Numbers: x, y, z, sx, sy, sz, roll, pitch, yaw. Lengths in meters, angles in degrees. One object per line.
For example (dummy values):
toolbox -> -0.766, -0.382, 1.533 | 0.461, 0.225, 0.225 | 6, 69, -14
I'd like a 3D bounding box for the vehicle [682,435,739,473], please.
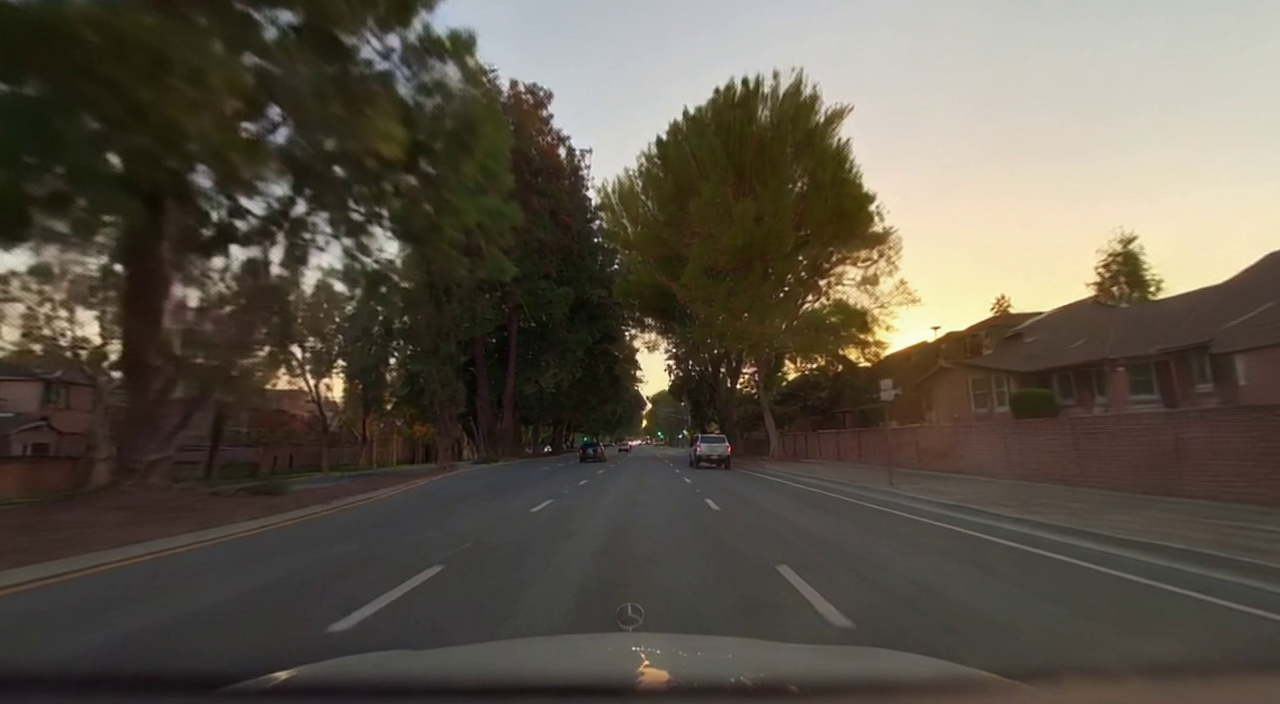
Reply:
vehicle -> 3.432, 5.076, 31.621 | 2.321, 1.695, 5.037 | 0, -8, 1
